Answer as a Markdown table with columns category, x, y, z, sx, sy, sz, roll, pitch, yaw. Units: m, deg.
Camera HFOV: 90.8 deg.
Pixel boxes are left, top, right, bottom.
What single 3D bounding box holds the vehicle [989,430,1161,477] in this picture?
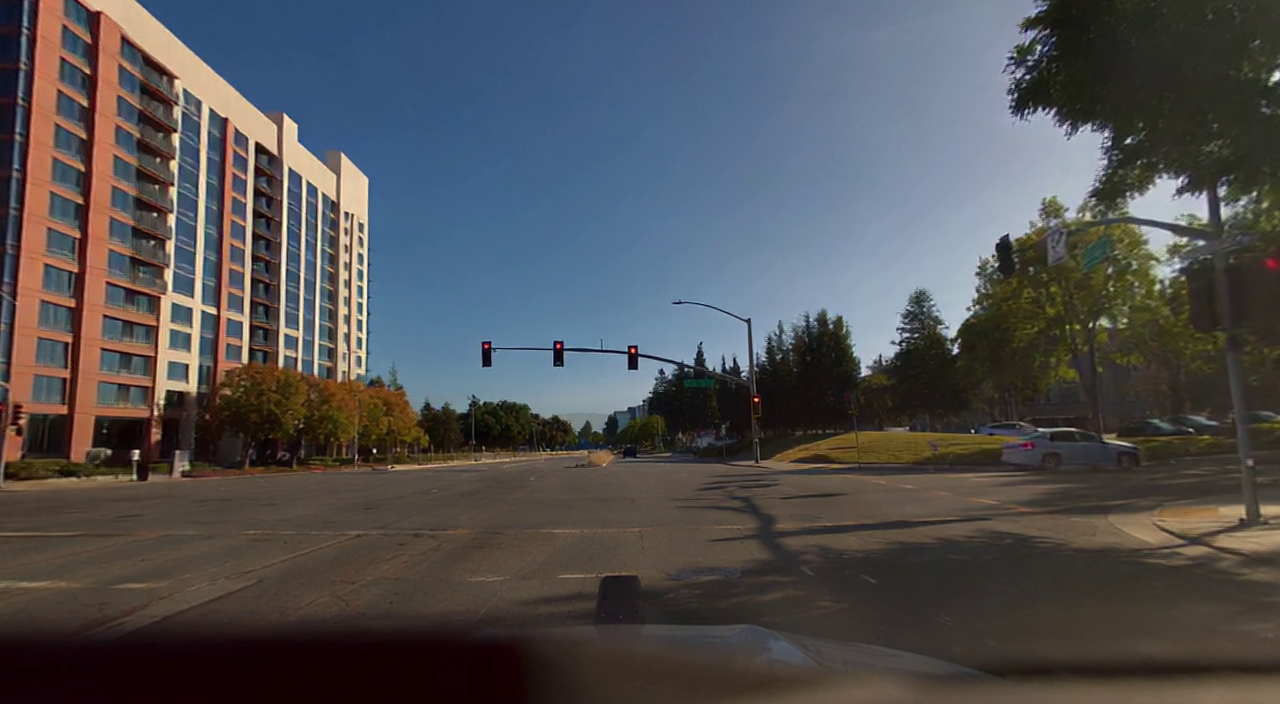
| category | x | y | z | sx | sy | sz | roll | pitch | yaw |
| --- | --- | --- | --- | --- | --- | --- | --- | --- | --- |
| vehicle | 17.598 | 4.125 | 25.806 | 5.357 | 1.814 | 2.141 | -1 | -8 | 2 |
